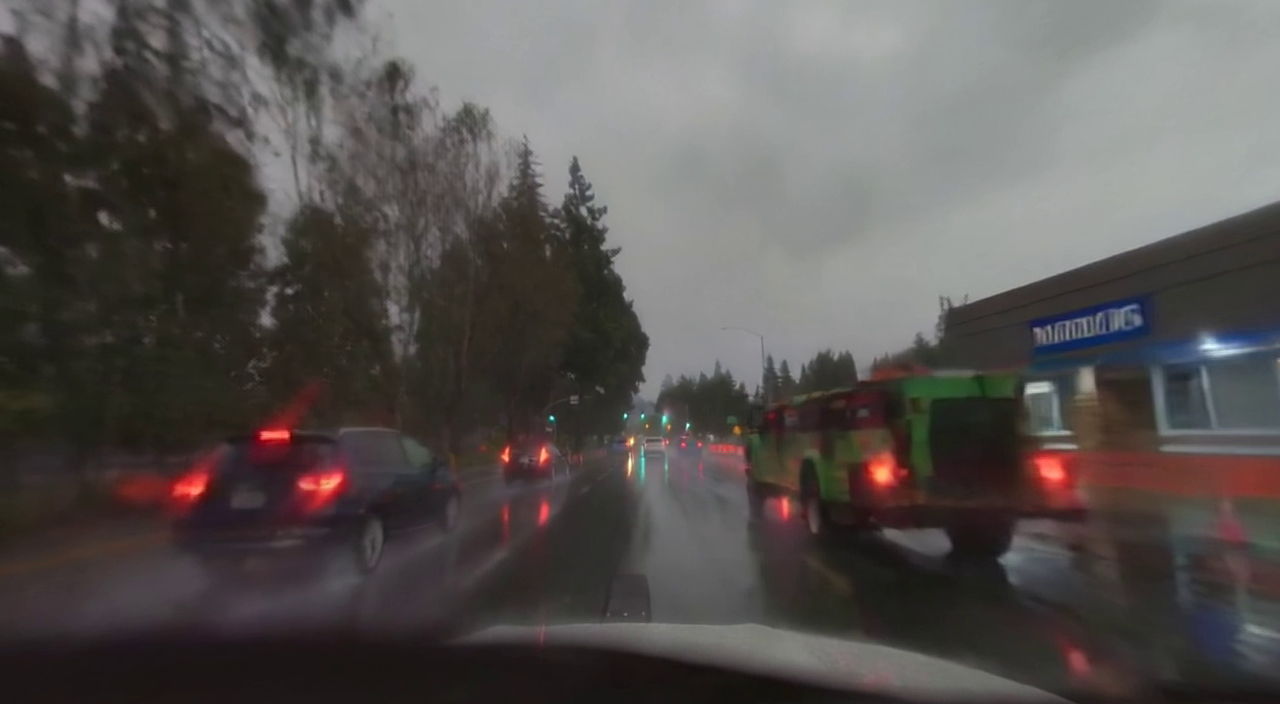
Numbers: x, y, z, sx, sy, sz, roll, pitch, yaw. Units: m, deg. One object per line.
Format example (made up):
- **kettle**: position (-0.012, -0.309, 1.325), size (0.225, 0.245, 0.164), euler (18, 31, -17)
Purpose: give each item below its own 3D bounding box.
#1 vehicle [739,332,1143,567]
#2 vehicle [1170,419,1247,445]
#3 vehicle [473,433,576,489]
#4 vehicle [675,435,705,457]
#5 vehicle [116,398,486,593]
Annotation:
- **vehicle**: position (3.790, 1.568, 10.658), size (2.760, 2.465, 7.936), euler (0, -8, -1)
- **vehicle**: position (35.863, 5.083, 39.875), size (1.999, 1.564, 3.899), euler (-2, -8, 16)
- **vehicle**: position (-3.351, 3.278, 19.337), size (2.107, 1.482, 4.674), euler (0, -8, 2)
- **vehicle**: position (3.944, 7.294, 49.067), size (1.984, 1.659, 4.226), euler (-1, -8, 9)
- **vehicle**: position (-3.505, 1.563, 7.760), size (2.038, 1.682, 4.399), euler (0, -8, 1)
